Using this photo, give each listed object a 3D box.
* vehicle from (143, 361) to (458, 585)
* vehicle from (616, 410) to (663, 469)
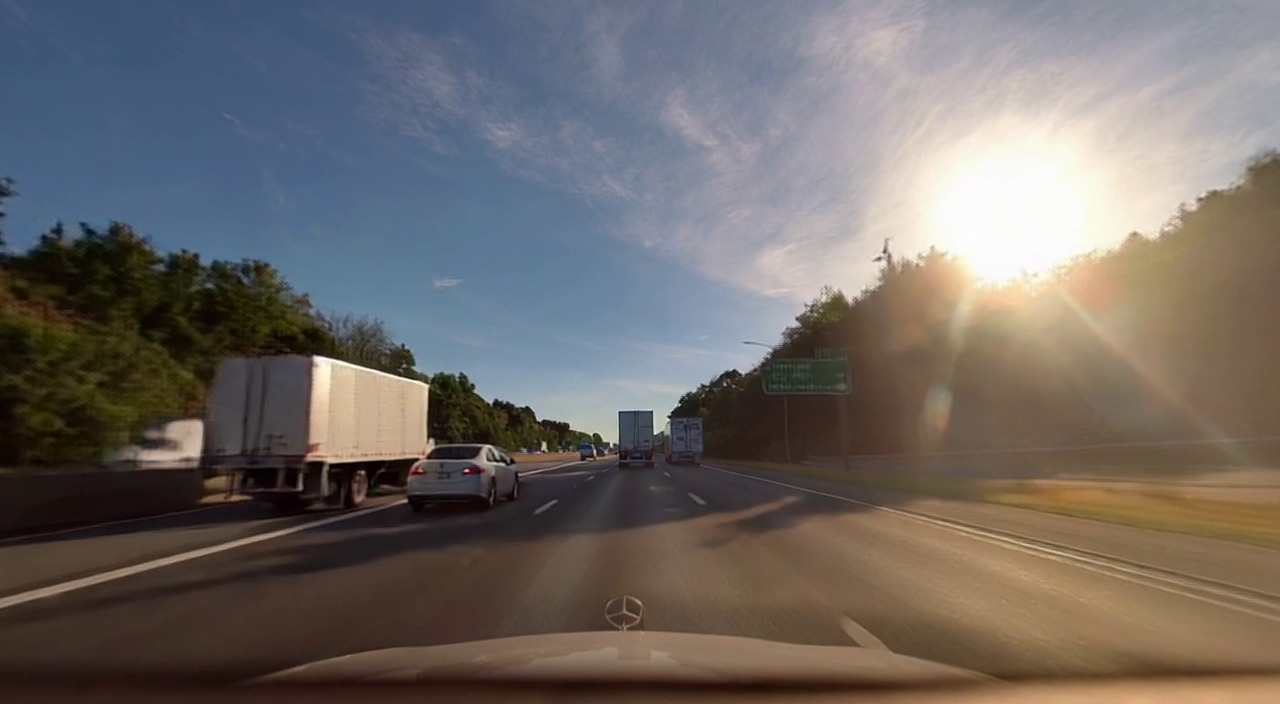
[{"bbox_3d":[-3.905,1.463,8.126,2.033,2.234,3.490,0,-9,0],"label":"vehicle"},{"bbox_3d":[-0.031,6.850,48.974,3.201,4.019,10.918,0,-9,0],"label":"vehicle"}]
